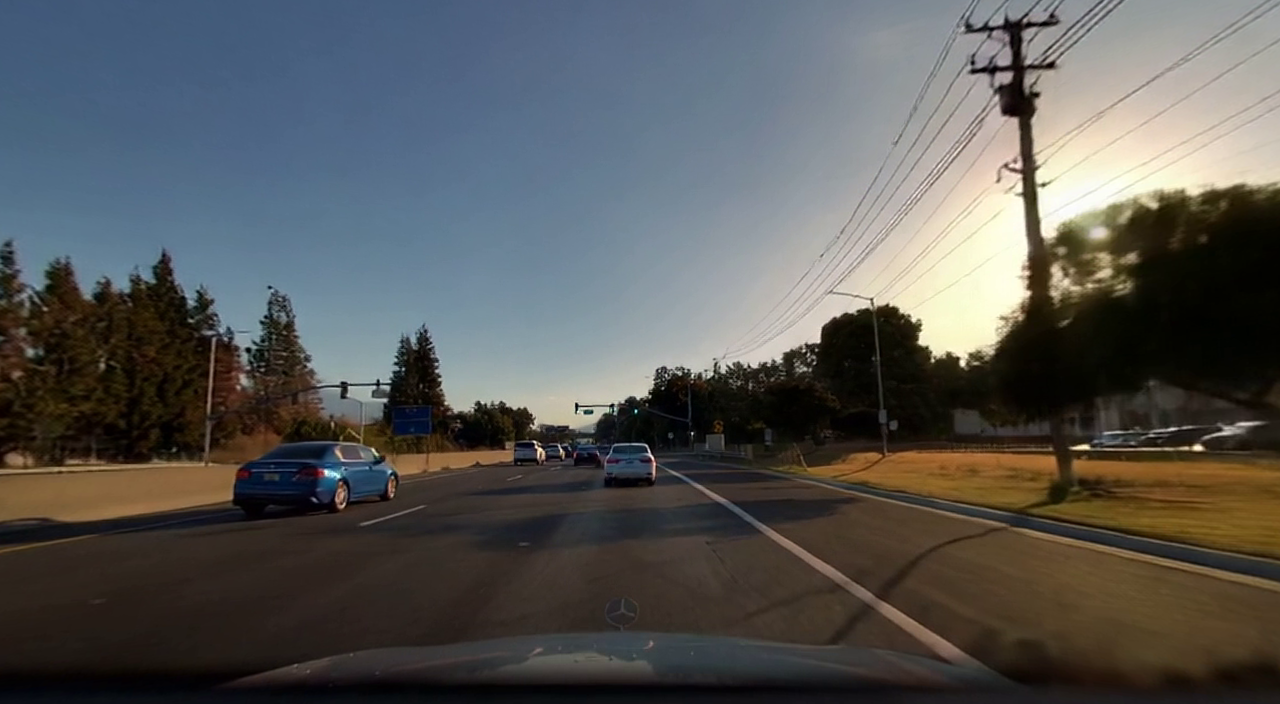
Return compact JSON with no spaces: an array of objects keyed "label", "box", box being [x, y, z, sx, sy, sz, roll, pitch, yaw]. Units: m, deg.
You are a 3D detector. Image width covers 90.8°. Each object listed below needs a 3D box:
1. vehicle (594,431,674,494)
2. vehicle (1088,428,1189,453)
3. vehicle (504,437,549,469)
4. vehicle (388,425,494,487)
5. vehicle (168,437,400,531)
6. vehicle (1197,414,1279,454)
[{"label":"vehicle","box":[-0.183,3.242,18.892,2.140,1.653,4.108,0,-8,-1]},{"label":"vehicle","box":[29.102,5.176,36.970,4.105,1.306,2.050,-2,-8,1]},{"label":"vehicle","box":[-6.623,5.962,37.327,1.914,1.756,4.179,0,-8,-1]},{"label":"vehicle","box":[-6.823,3.618,22.327,2.144,1.905,4.967,0,-8,0]},{"label":"vehicle","box":[-6.580,2.446,12.434,1.900,1.483,4.547,0,-8,0]},{"label":"vehicle","box":[29.563,3.880,29.779,4.554,1.761,2.095,0,-8,0]}]
